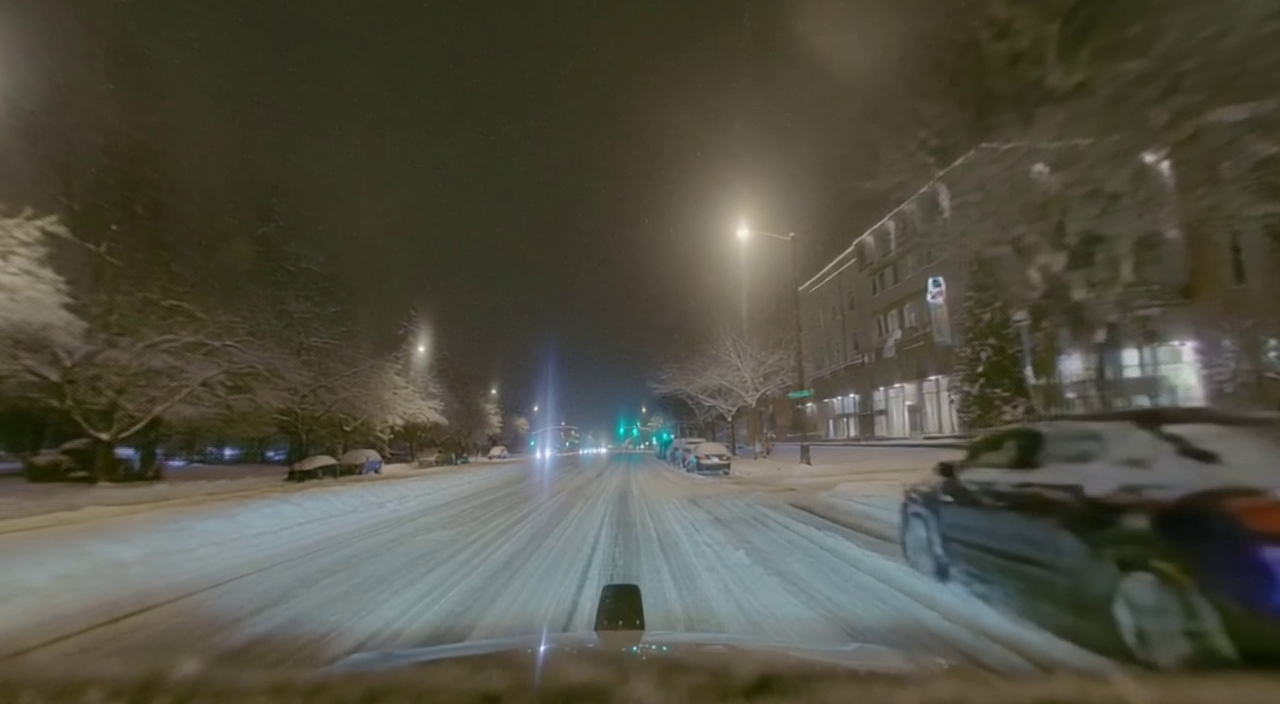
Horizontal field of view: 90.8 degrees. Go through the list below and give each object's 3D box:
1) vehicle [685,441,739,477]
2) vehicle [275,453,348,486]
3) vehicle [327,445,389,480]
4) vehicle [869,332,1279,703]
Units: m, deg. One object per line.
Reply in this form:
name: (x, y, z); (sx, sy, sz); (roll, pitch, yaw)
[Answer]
vehicle: (3.148, 4.778, 28.566); (1.924, 1.492, 4.587); (0, -8, 0)
vehicle: (-18.511, 6.598, 35.819); (1.791, 1.461, 4.496); (-7, -8, -2)
vehicle: (-18.468, 7.231, 41.616); (2.007, 1.806, 4.707); (-7, -7, -2)
vehicle: (3.549, 1.092, 4.491); (2.097, 1.723, 4.586); (0, -8, 0)
